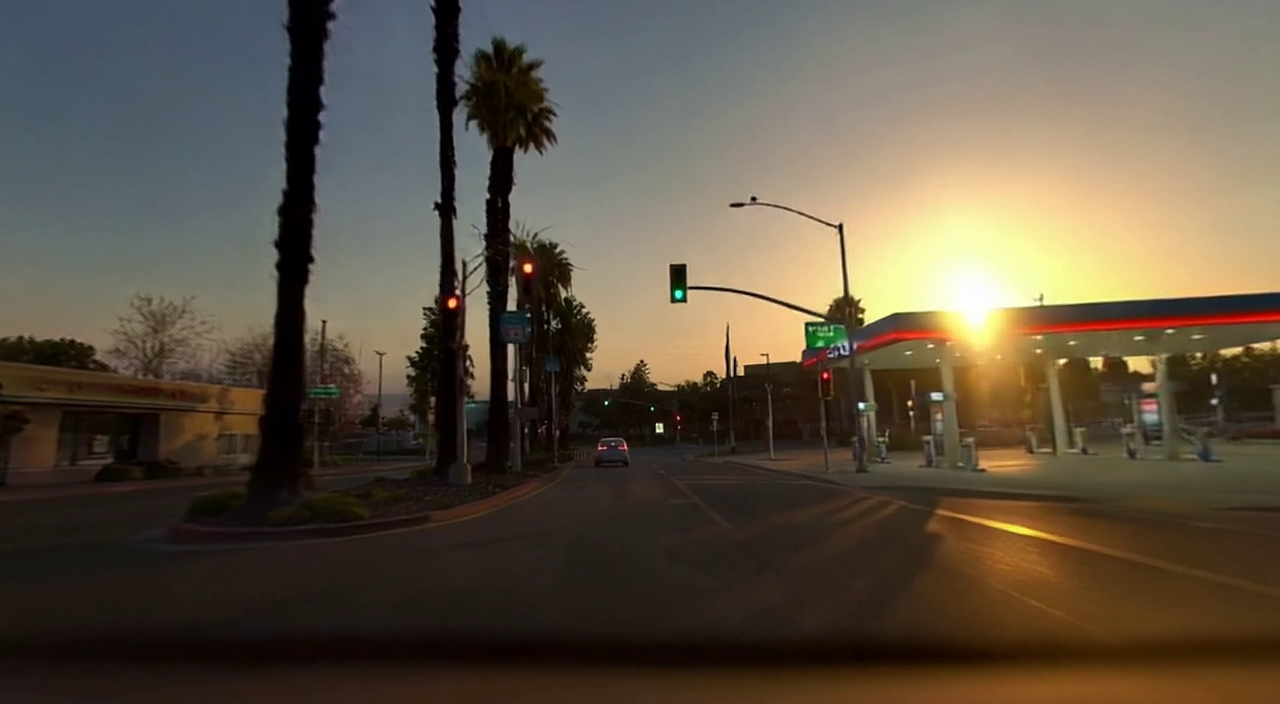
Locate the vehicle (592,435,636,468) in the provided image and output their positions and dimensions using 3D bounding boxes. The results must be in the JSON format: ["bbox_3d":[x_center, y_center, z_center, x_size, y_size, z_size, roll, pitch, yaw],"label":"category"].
[{"bbox_3d":[-1.326,5.081,32.257,2.073,1.525,4.809,0,-9,-3],"label":"vehicle"}]
